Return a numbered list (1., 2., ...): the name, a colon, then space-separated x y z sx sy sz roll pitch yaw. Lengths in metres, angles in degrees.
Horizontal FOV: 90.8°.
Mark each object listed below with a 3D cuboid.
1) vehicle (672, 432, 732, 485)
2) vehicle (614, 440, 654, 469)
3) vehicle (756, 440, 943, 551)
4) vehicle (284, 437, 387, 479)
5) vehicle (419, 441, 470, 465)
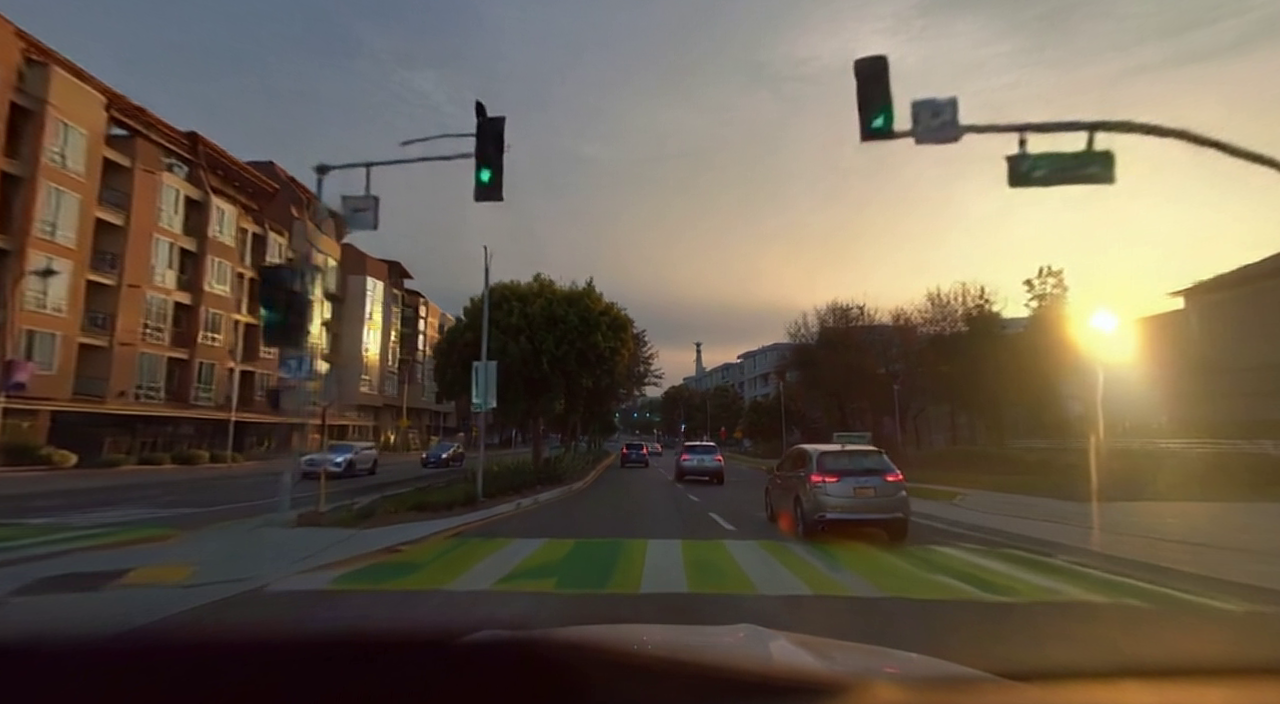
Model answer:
1. vehicle: 2.490 4.408 26.509 2.206 1.858 5.332 2 -8 4
2. vehicle: -0.359 5.585 34.650 2.059 1.492 3.925 0 -8 -1
3. vehicle: 3.490 2.438 11.494 1.906 1.608 4.137 0 -8 -1
4. vehicle: -12.232 4.284 25.799 1.969 1.566 4.549 0 -8 -1
5. vehicle: -12.763 6.623 41.538 1.926 1.446 4.565 0 -8 0
